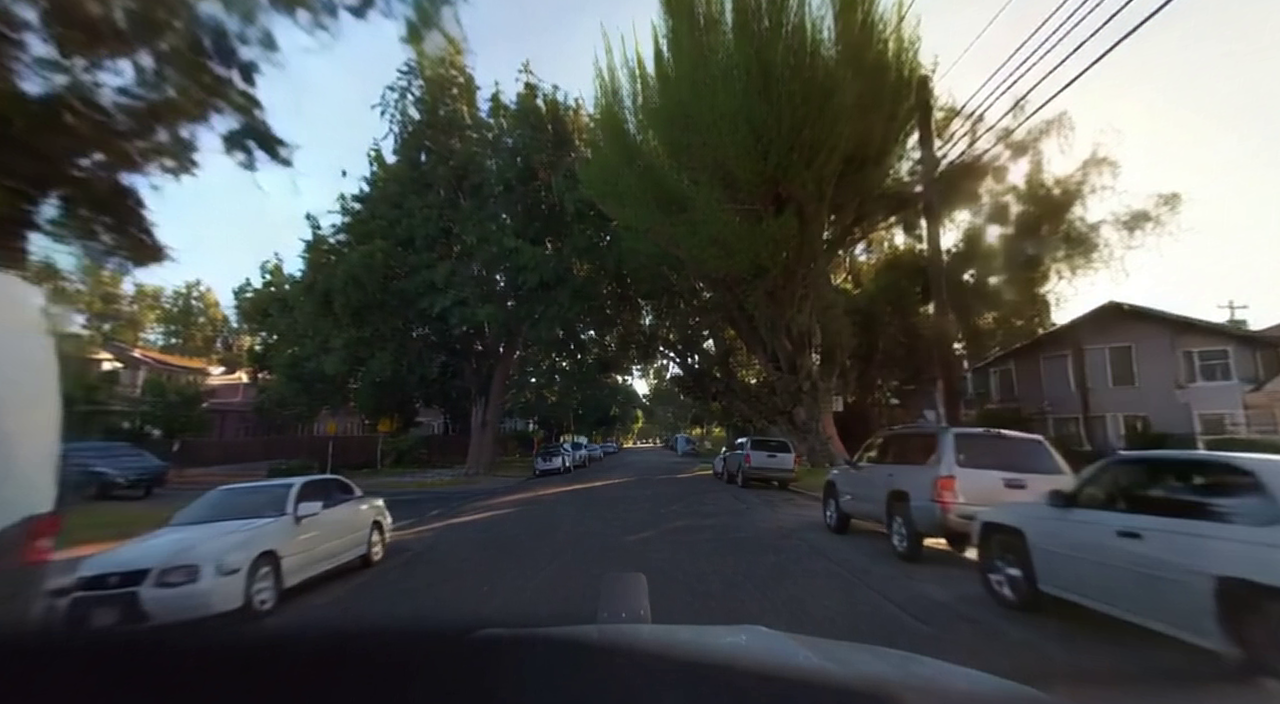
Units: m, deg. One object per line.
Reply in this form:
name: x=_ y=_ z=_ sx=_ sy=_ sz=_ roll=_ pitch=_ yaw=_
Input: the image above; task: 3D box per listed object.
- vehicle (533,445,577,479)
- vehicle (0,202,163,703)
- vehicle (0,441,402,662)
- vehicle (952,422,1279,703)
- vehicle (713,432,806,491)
vehicle: x=-4.433 y=5.769 z=33.325 sx=1.870 sy=1.562 sz=4.212 roll=-2 pitch=-8 yaw=-2
vehicle: x=-4.487 y=0.338 z=1.036 sx=2.470 sy=2.613 sz=5.989 roll=-4 pitch=-9 yaw=4
vehicle: x=-4.468 y=1.828 z=6.992 sx=1.934 sy=1.547 sz=4.400 roll=-1 pitch=-7 yaw=0
vehicle: x=4.005 y=1.307 z=4.014 sx=1.839 sy=1.520 sz=4.498 roll=3 pitch=-8 yaw=1
vehicle: x=4.139 y=3.897 z=22.735 sx=2.215 sy=1.897 sz=5.131 roll=0 pitch=-9 yaw=-1
